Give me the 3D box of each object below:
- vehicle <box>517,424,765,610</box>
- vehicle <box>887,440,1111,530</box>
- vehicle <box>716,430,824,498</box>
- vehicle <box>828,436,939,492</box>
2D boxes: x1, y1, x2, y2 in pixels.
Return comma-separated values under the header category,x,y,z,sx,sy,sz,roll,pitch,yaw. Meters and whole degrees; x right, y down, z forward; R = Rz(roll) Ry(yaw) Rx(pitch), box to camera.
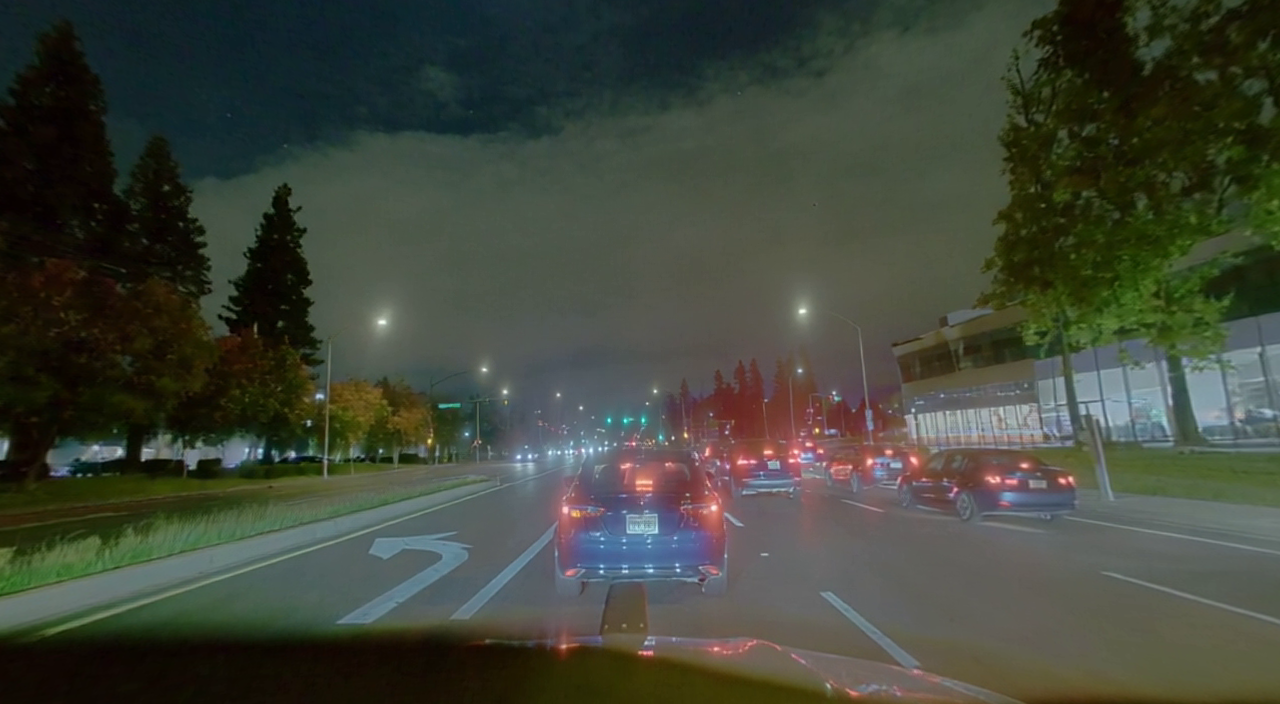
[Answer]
category,x,y,z,sx,sy,sz,roll,pitch,yaw
vehicle,-0.028,1.642,7.288,1.977,1.465,4.376,0,-8,-1
vehicle,6.848,2.537,12.732,1.911,1.468,4.417,0,-8,0
vehicle,3.616,3.204,18.463,2.114,1.736,4.553,0,-8,-1
vehicle,7.952,3.674,21.114,1.963,1.637,4.527,0,-8,1
